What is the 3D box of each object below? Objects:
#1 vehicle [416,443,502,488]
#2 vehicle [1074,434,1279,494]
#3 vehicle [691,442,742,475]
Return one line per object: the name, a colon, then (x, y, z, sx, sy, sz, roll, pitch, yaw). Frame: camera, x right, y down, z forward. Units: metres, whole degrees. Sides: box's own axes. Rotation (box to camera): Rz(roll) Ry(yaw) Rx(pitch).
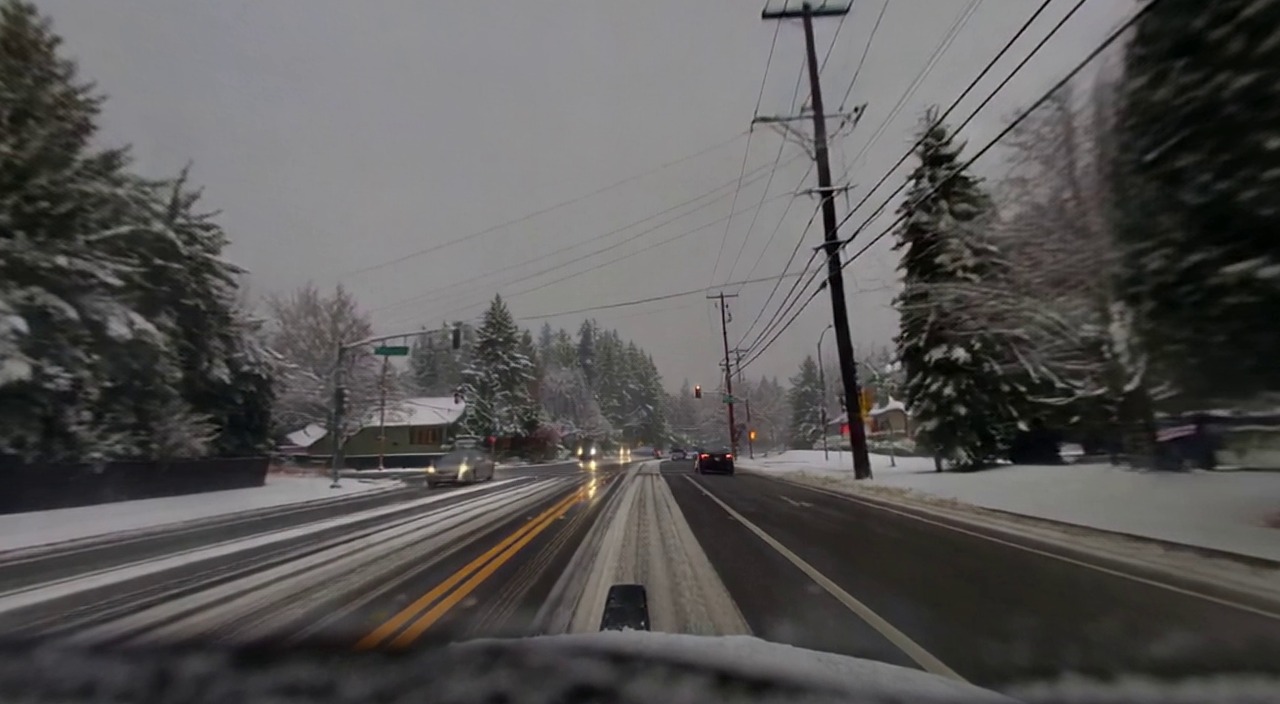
vehicle: (-7.266, 4.583, 25.814, 2.126, 1.645, 4.493, 0, -8, 1)
vehicle: (14.699, 2.973, 16.935, 4.838, 1.474, 1.873, 1, -8, -6)
vehicle: (3.722, 5.264, 31.418, 1.951, 1.479, 4.487, 0, -8, -1)
